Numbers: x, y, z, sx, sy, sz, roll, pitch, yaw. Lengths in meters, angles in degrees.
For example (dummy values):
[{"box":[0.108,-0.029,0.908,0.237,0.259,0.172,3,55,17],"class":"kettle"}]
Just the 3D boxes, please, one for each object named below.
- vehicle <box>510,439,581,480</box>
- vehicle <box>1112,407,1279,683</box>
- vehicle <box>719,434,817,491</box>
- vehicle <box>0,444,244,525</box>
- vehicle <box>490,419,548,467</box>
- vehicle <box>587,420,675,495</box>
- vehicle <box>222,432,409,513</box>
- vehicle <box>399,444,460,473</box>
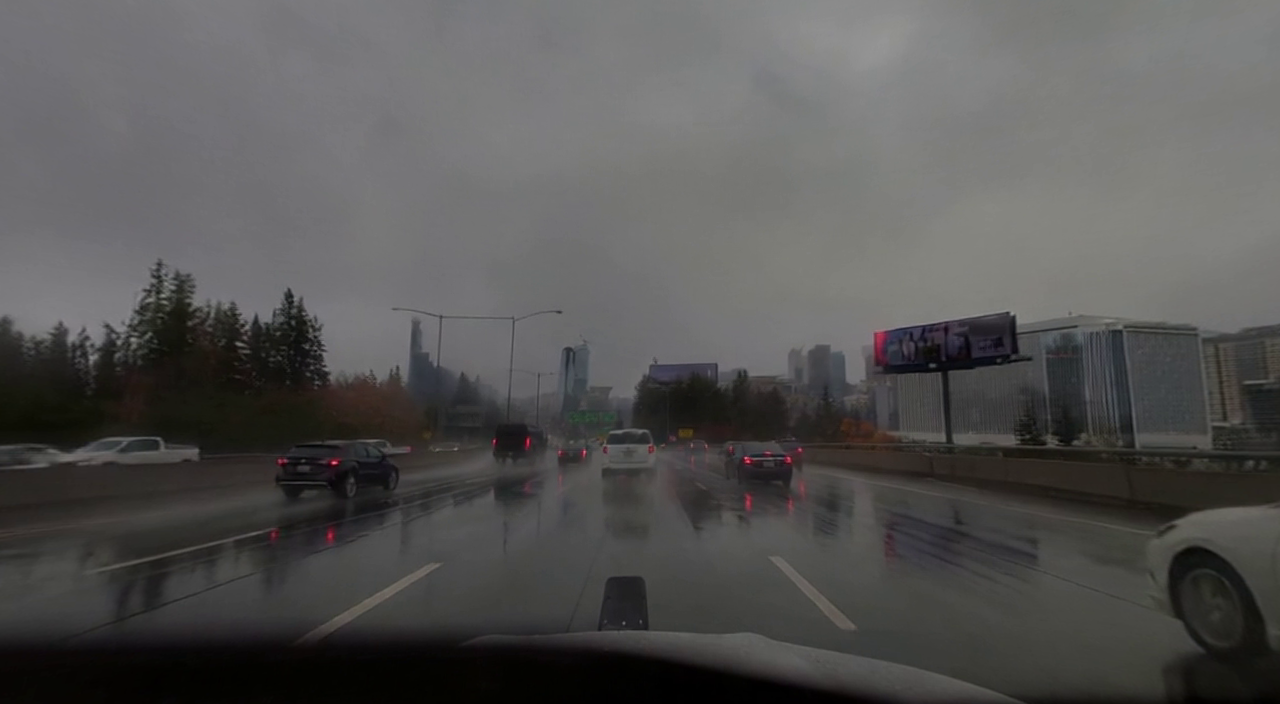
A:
[{"box":[-3.715,4.305,25.614,2.079,1.499,4.512,0,-8,1],"class":"vehicle"},{"box":[4.455,0.875,2.269,1.915,1.482,4.537,0,-8,-1],"class":"vehicle"},{"box":[3.688,3.261,19.031,1.942,1.487,4.518,0,-8,-1],"class":"vehicle"},{"box":[-11.155,2.746,13.784,1.970,1.441,4.555,0,-8,1],"class":"vehicle"},{"box":[-7.643,5.873,40.686,2.358,2.817,7.055,0,-8,0],"class":"vehicle"},{"box":[-0.236,2.988,18.195,2.209,1.863,4.626,0,-8,0],"class":"vehicle"},{"box":[-7.402,2.773,15.046,2.021,1.632,4.417,0,-8,1],"class":"vehicle"},{"box":[-11.371,5.747,34.273,1.923,1.480,3.905,0,-8,1],"class":"vehicle"}]
